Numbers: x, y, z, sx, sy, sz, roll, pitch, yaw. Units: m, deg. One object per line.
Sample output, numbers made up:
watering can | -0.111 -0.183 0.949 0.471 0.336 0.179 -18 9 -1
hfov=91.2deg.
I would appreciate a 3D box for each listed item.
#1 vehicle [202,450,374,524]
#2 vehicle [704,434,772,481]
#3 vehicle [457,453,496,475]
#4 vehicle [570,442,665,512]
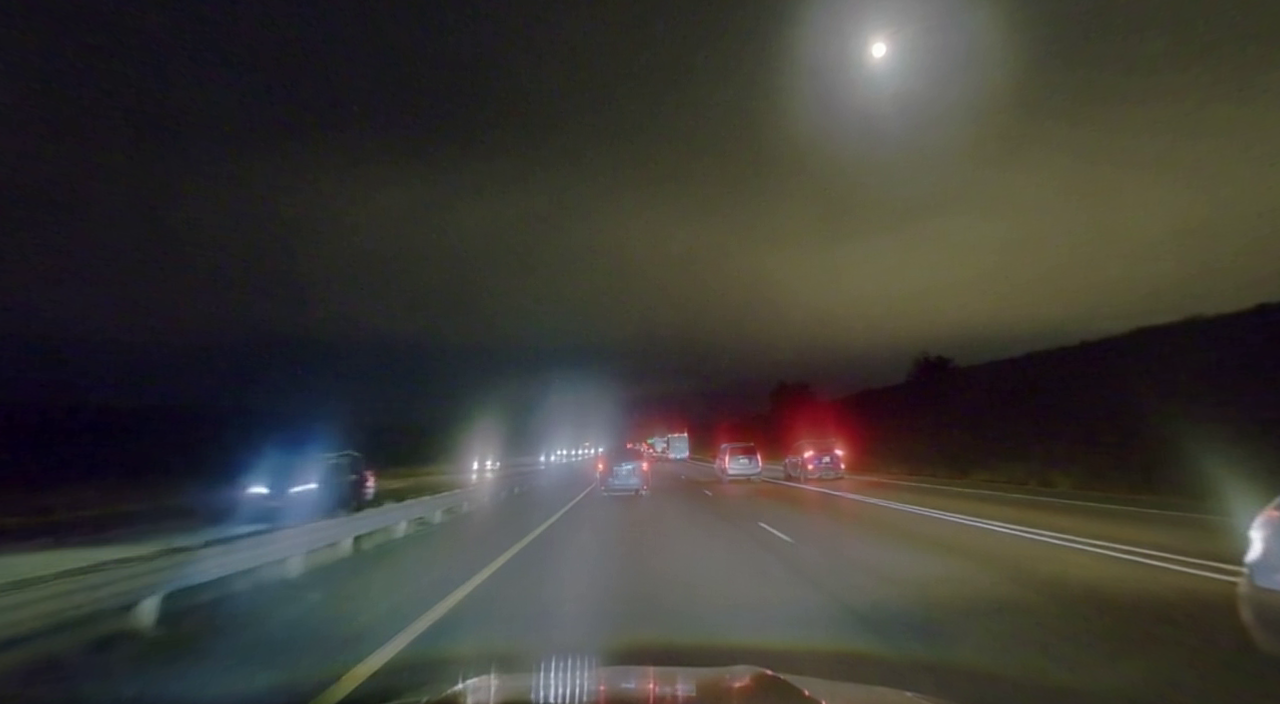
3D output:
vehicle | -8.382 3.206 15.454 1.867 1.515 4.107 0 -9 0
vehicle | 4.382 4.801 28.780 2.261 1.952 4.784 0 -9 -1
vehicle | -12.510 8.554 48.120 1.823 1.539 4.087 0 -9 1
vehicle | -0.484 2.987 15.419 2.029 1.483 3.769 0 -9 0
